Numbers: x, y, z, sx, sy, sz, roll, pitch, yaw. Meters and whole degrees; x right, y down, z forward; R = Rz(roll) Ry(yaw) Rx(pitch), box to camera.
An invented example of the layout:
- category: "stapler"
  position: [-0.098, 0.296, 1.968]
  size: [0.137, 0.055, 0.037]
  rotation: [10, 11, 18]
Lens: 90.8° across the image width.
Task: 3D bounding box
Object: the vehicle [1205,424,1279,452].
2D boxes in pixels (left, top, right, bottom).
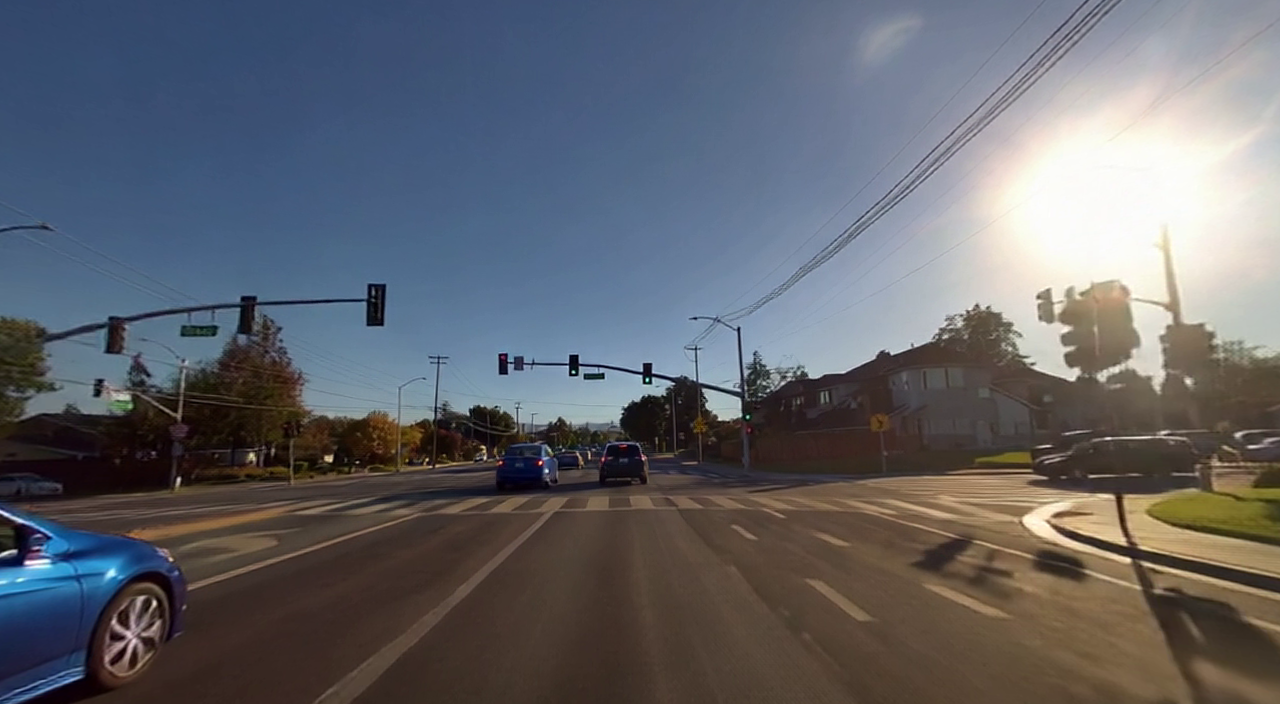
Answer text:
- category: "vehicle"
  position: [32.659, 4.648, 33.909]
  size: [1.754, 1.414, 3.590]
  rotation: [-2, -9, 12]

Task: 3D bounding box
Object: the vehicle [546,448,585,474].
- category: "vehicle"
  position: [-4.402, 6.472, 37.799]
  size: [1.863, 1.449, 4.153]
  rotation: [0, -8, -1]

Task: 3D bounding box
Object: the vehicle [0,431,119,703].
- category: "vehicle"
  position: [-3.199, 0.721, 0.431]
  size: [1.901, 1.409, 4.442]
  rotation: [0, -9, 0]

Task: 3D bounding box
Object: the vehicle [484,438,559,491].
- category: "vehicle"
  position: [-4.103, 3.960, 22.560]
  size: [1.899, 1.685, 4.121]
  rotation: [0, -9, -1]

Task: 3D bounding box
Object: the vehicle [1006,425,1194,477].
- category: "vehicle"
  position: [18.499, 4.008, 25.781]
  size: [5.652, 1.990, 2.190]
  rotation: [-2, -9, 12]

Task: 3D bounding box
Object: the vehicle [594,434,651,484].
- category: "vehicle"
  position: [-0.741, 4.361, 25.999]
  size: [2.155, 1.836, 4.250]
  rotation: [0, -9, -2]
